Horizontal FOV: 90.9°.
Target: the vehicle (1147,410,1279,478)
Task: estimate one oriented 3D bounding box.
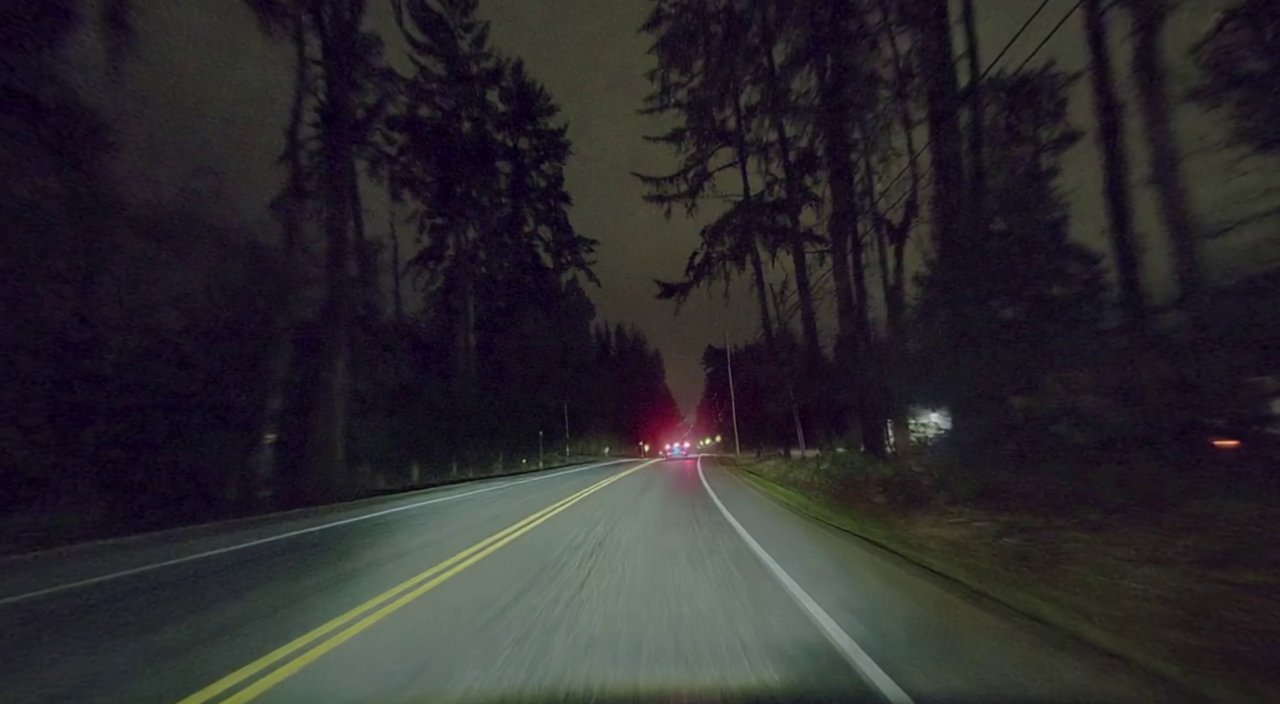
[{"bbox_3d":[23.828,3.674,25.229,5.320,2.489,2.736,2,-9,-15],"label":"vehicle"}]
